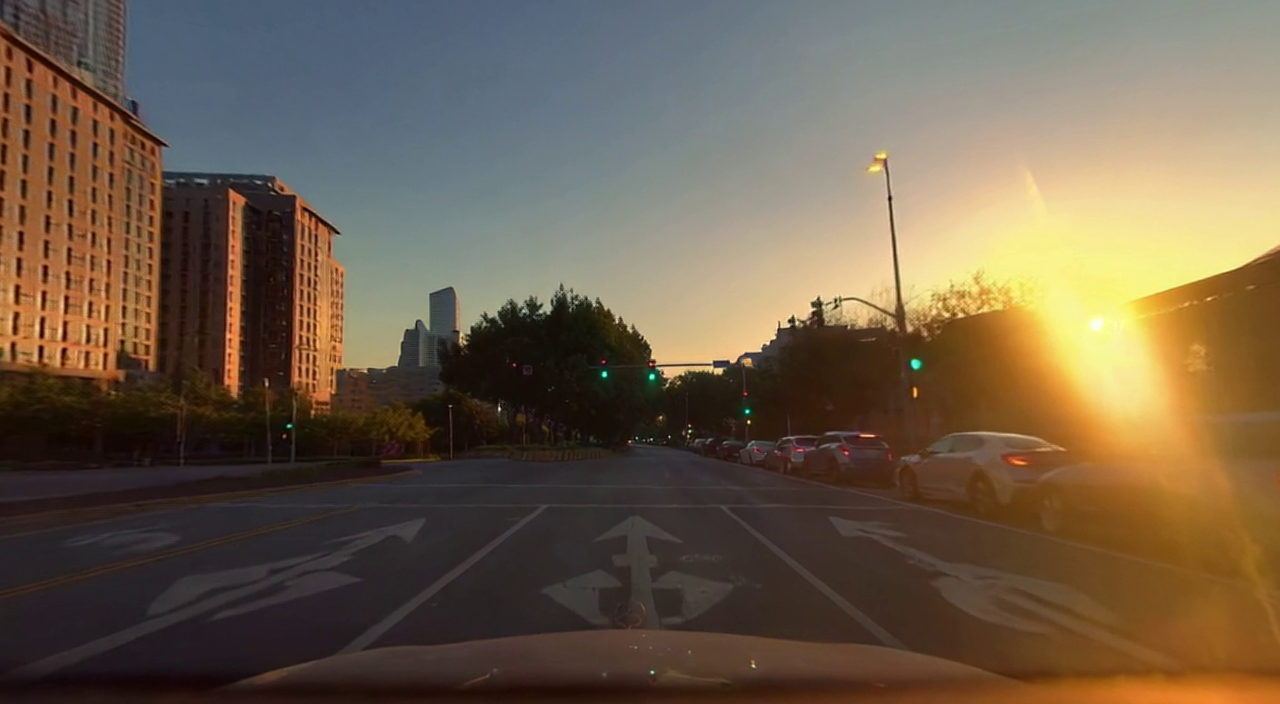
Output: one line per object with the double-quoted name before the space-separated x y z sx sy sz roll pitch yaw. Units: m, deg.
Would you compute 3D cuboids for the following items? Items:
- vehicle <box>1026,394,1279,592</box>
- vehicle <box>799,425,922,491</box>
"vehicle" 6.661 1.406 6.574 1.978 1.728 5.129 0 -9 0
"vehicle" 6.585 3.240 19.442 1.984 1.751 4.759 0 -9 -1
